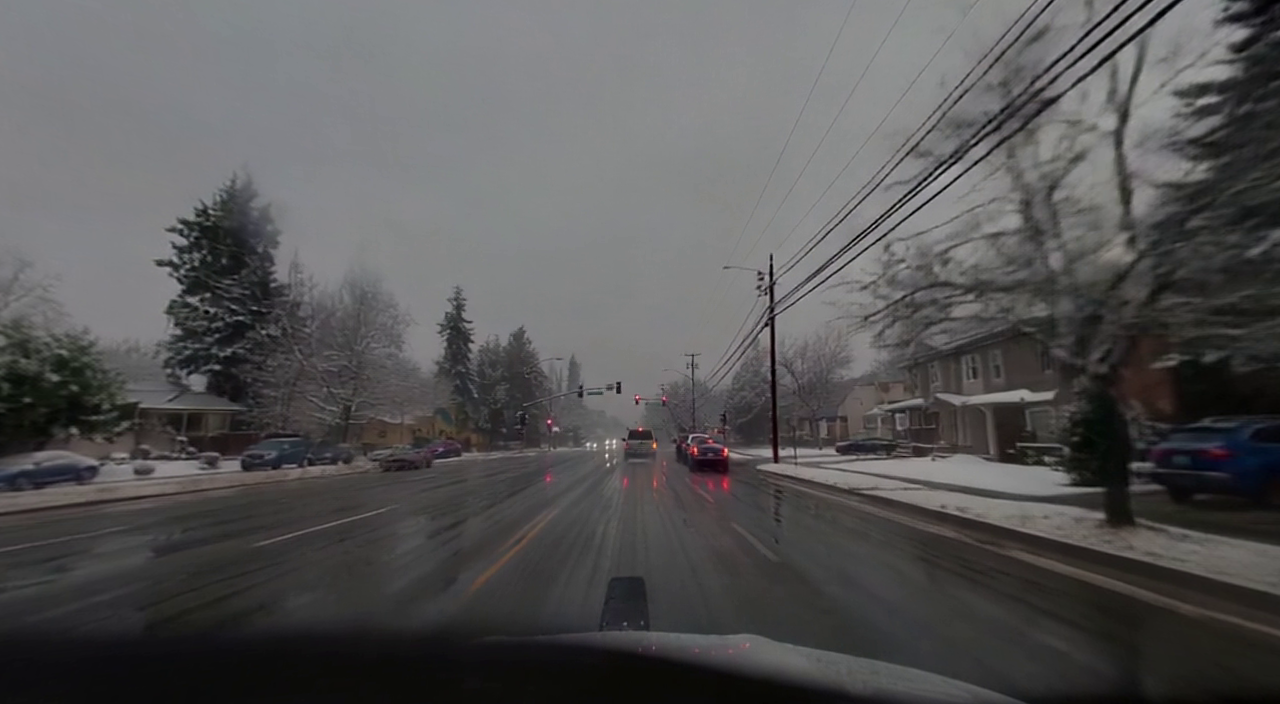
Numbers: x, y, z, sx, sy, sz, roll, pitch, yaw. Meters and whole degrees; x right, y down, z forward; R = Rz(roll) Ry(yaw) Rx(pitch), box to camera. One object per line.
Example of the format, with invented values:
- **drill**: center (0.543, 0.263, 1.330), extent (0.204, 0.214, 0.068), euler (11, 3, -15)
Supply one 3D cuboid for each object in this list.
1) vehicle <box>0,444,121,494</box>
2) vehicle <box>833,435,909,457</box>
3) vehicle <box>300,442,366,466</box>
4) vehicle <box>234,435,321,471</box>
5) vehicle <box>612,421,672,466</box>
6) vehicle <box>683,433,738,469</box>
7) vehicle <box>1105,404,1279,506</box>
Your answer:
- **vehicle**: center (-20.489, 3.880, 21.311), extent (1.865, 1.506, 4.706), euler (0, -8, 0)
- **vehicle**: center (16.483, 6.744, 45.192), extent (4.671, 1.495, 1.900), euler (0, -8, 3)
- **vehicle**: center (-19.875, 6.596, 41.019), extent (1.866, 1.471, 4.770), euler (0, -8, 1)
- **vehicle**: center (-20.126, 5.605, 35.237), extent (2.046, 1.874, 4.448), euler (0, -8, 2)
- **vehicle**: center (0.110, 4.643, 32.037), extent (2.769, 2.087, 5.130), euler (0, -8, 0)
- **vehicle**: center (3.148, 4.541, 28.944), extent (2.002, 1.511, 4.124), euler (0, -8, 0)
- **vehicle**: center (12.557, 2.093, 12.917), extent (4.412, 1.878, 2.048), euler (1, -8, -1)
